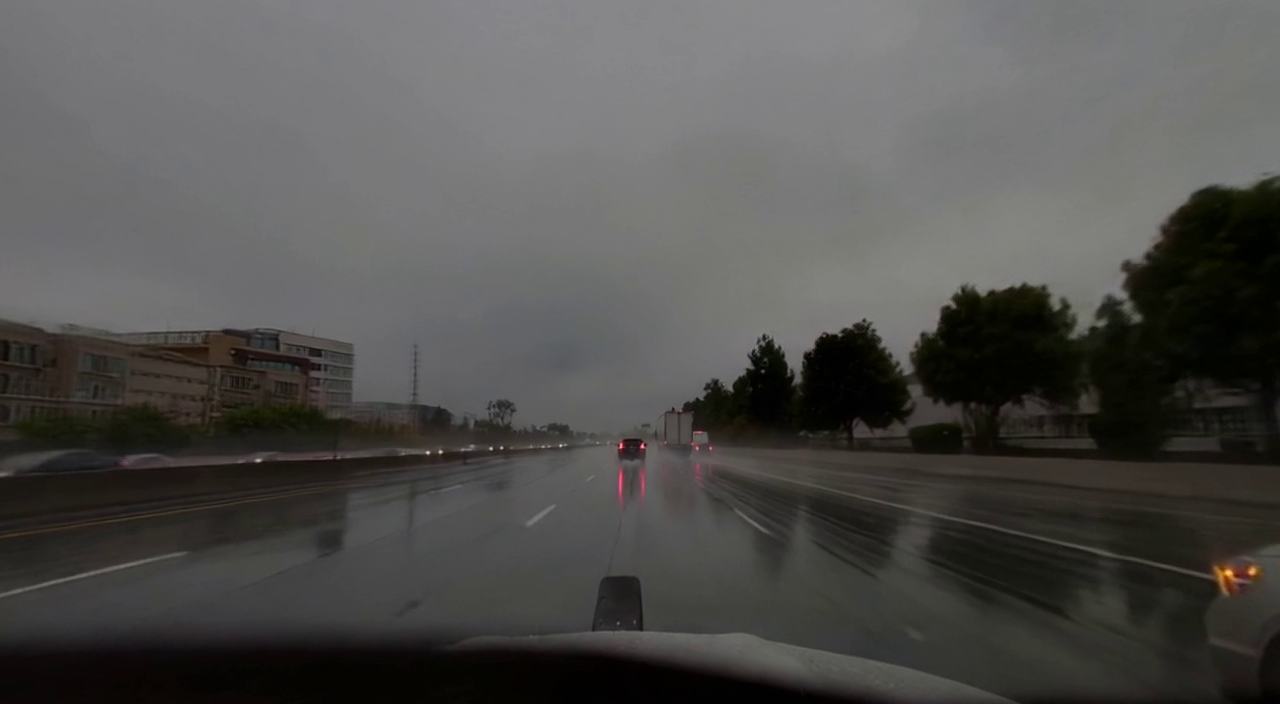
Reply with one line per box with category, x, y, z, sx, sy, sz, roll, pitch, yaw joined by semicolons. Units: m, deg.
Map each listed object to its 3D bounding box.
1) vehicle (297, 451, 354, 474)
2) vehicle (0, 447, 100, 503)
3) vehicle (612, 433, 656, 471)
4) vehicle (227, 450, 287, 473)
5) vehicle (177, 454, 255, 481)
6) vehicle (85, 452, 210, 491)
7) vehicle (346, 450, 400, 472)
vehicle;-22.120;7.765;44.662;1.795;1.438;4.403;0;-8;0
vehicle;-18.582;3.542;18.367;1.889;1.525;4.375;0;-8;0
vehicle;-0.331;5.542;35.190;2.297;1.912;4.355;0;-8;-1
vehicle;-29.967;8.547;49.550;1.904;1.592;4.520;0;-8;-1
vehicle;-25.583;6.948;38.347;1.777;1.412;4.314;0;-8;-1
vehicle;-21.968;5.319;28.497;1.863;1.464;4.703;0;-8;0
vehicle;-18.688;7.636;44.418;1.898;1.438;4.179;0;-8;1
